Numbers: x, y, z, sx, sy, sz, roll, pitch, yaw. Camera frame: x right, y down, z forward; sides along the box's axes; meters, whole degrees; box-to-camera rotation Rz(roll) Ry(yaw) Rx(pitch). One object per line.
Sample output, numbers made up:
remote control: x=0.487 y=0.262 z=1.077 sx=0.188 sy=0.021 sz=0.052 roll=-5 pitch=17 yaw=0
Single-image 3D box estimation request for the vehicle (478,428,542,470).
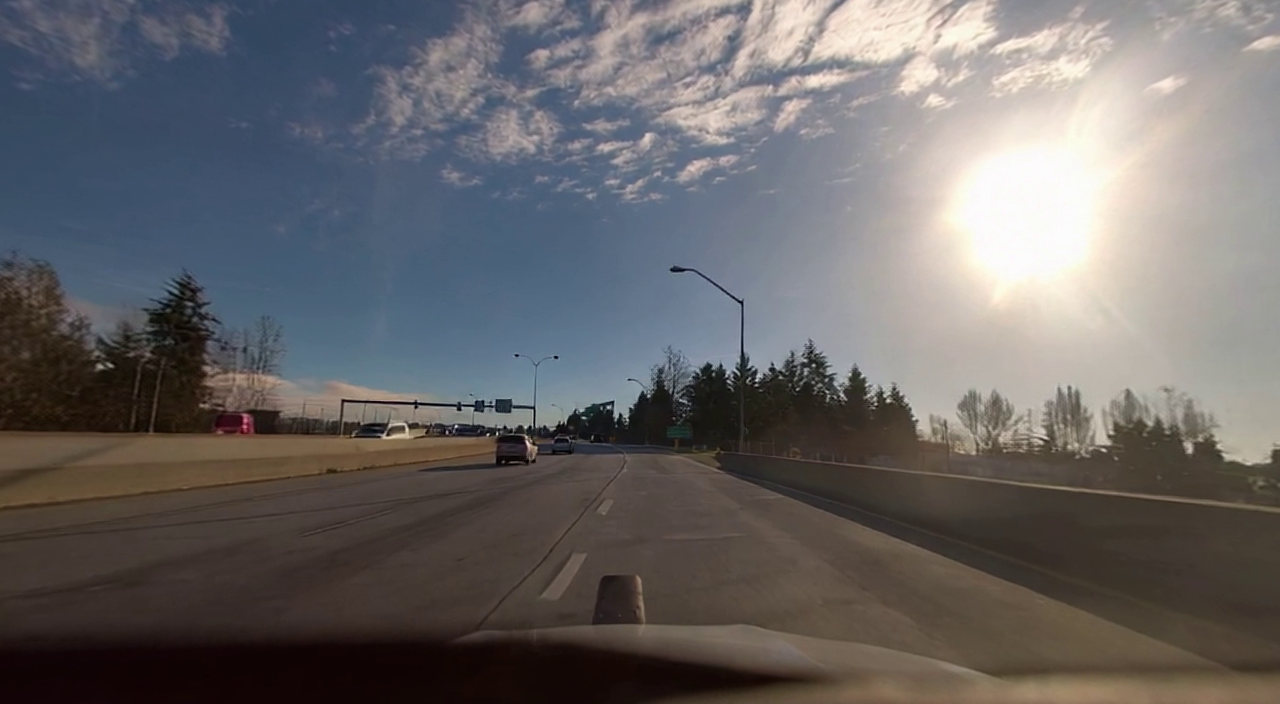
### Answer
vehicle: x=-6.284 y=4.727 z=30.962 sx=2.188 sy=1.896 sz=4.810 roll=0 pitch=-8 yaw=-1
